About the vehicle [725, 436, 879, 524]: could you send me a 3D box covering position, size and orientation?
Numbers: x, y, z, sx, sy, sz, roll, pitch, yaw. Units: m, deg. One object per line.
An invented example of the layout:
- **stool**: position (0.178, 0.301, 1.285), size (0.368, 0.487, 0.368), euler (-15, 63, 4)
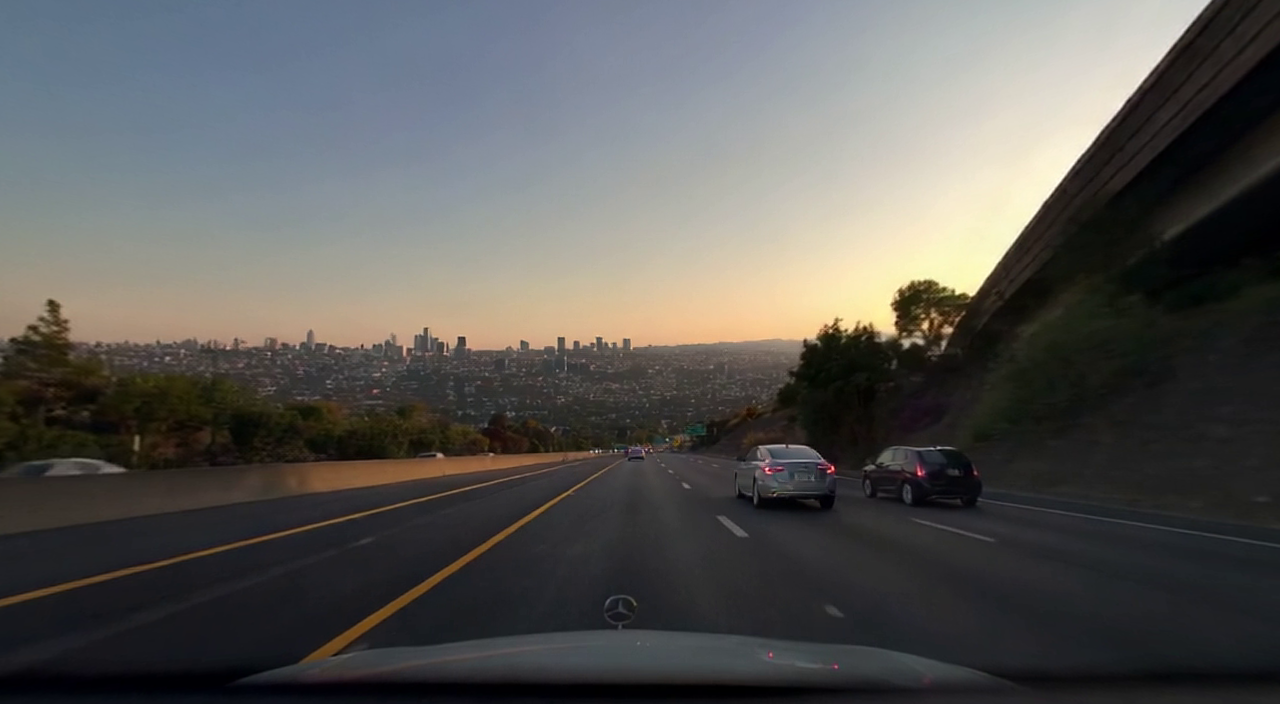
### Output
- **vehicle**: position (3.172, 2.600, 13.503), size (1.982, 1.533, 4.612), euler (0, -8, -1)

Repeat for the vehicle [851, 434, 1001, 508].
- **vehicle**: position (6.925, 2.903, 15.810), size (1.856, 1.592, 3.920), euler (0, -8, -1)
